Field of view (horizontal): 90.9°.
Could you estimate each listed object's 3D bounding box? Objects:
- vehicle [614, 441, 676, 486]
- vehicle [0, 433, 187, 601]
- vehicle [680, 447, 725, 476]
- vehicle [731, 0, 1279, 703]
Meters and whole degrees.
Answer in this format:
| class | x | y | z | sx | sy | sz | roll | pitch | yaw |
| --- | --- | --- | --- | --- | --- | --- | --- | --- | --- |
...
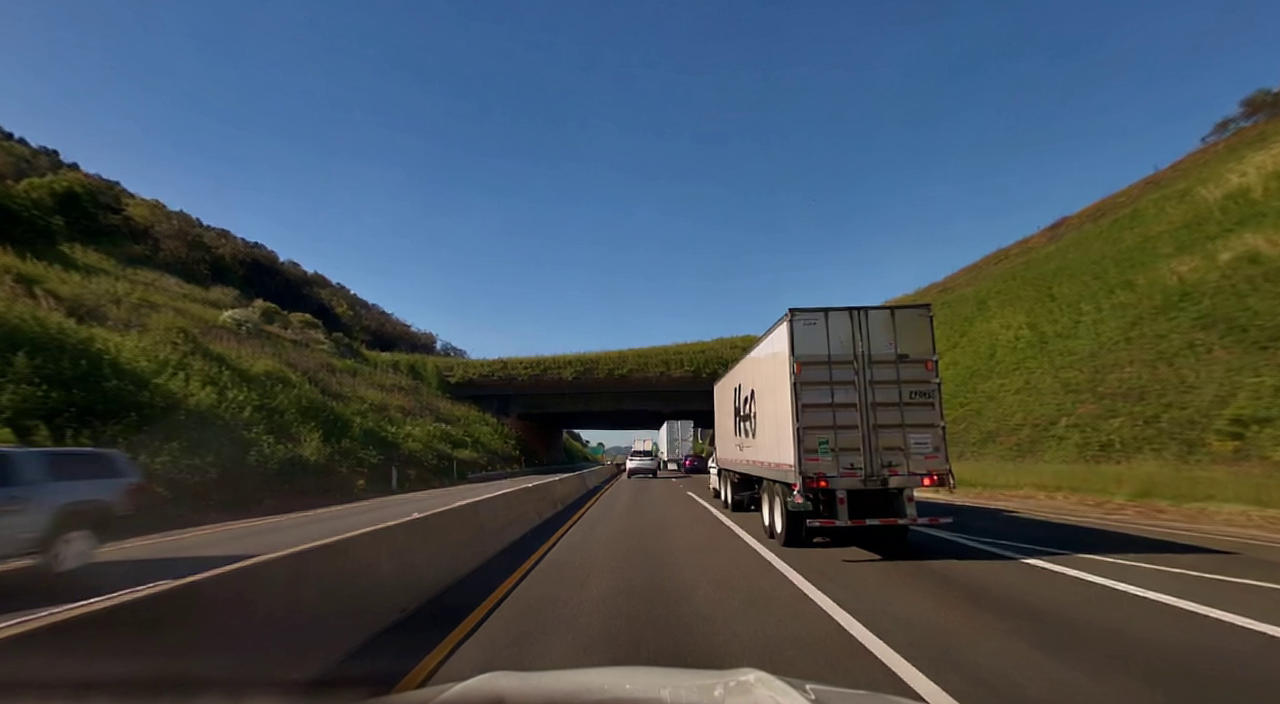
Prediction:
| class | x | y | z | sx | sy | sz | roll | pitch | yaw |
| --- | --- | --- | --- | --- | --- | --- | --- | --- | --- |
| vehicle | 0.191 | 4.410 | 25.200 | 2.256 | 1.615 | 4.114 | -1 | -9 | 0 |
| vehicle | -7.529 | 1.739 | 6.751 | 2.027 | 1.689 | 4.372 | -1 | -9 | 1 |
| vehicle | 3.401 | 6.059 | 35.078 | 1.972 | 1.505 | 3.946 | 0 | -9 | -1 |
| vehicle | 3.164 | 0.054 | 4.850 | 2.870 | 4.056 | 14.250 | -1 | -9 | 0 |
